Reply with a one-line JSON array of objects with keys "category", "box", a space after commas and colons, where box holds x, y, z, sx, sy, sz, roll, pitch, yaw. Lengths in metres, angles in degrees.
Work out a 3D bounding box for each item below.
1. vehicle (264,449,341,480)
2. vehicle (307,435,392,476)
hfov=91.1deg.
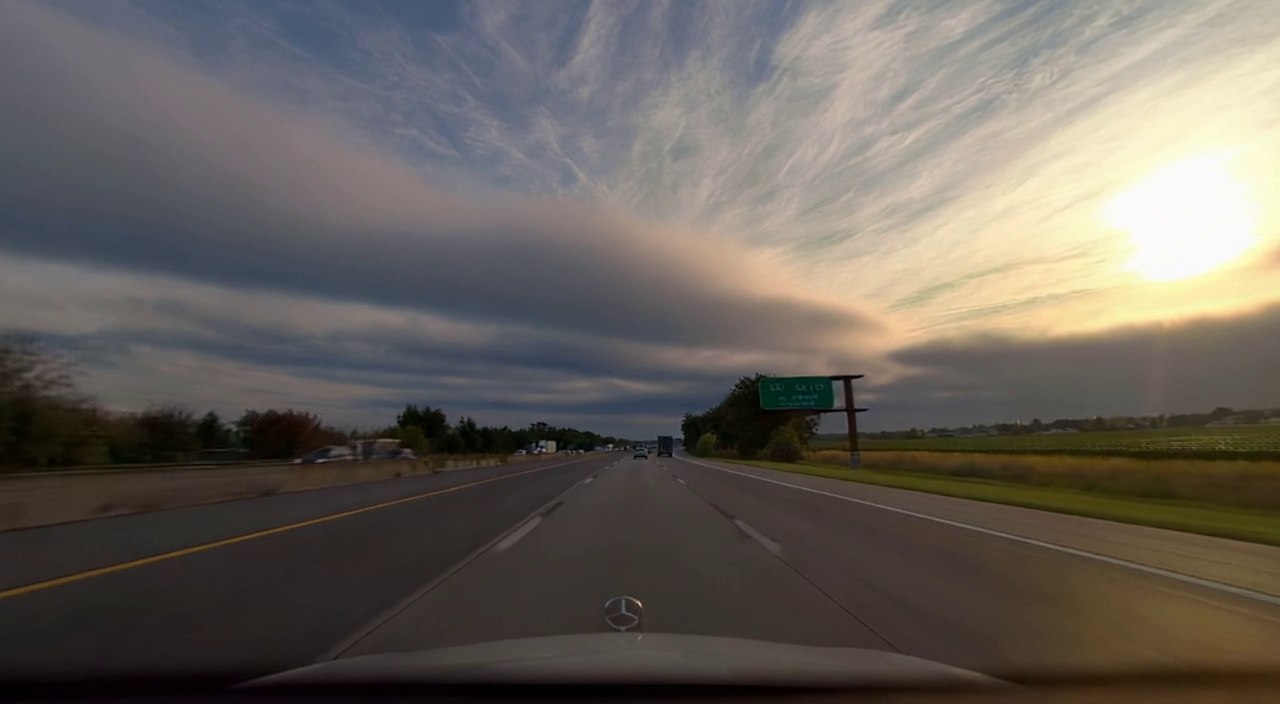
[{"category": "vehicle", "box": [-19.792, 6.586, 37.079, 2.114, 1.661, 4.377, 0, -9, 0]}, {"category": "vehicle", "box": [-19.878, 7.139, 43.475, 2.629, 2.571, 6.663, 0, -9, 0]}]
